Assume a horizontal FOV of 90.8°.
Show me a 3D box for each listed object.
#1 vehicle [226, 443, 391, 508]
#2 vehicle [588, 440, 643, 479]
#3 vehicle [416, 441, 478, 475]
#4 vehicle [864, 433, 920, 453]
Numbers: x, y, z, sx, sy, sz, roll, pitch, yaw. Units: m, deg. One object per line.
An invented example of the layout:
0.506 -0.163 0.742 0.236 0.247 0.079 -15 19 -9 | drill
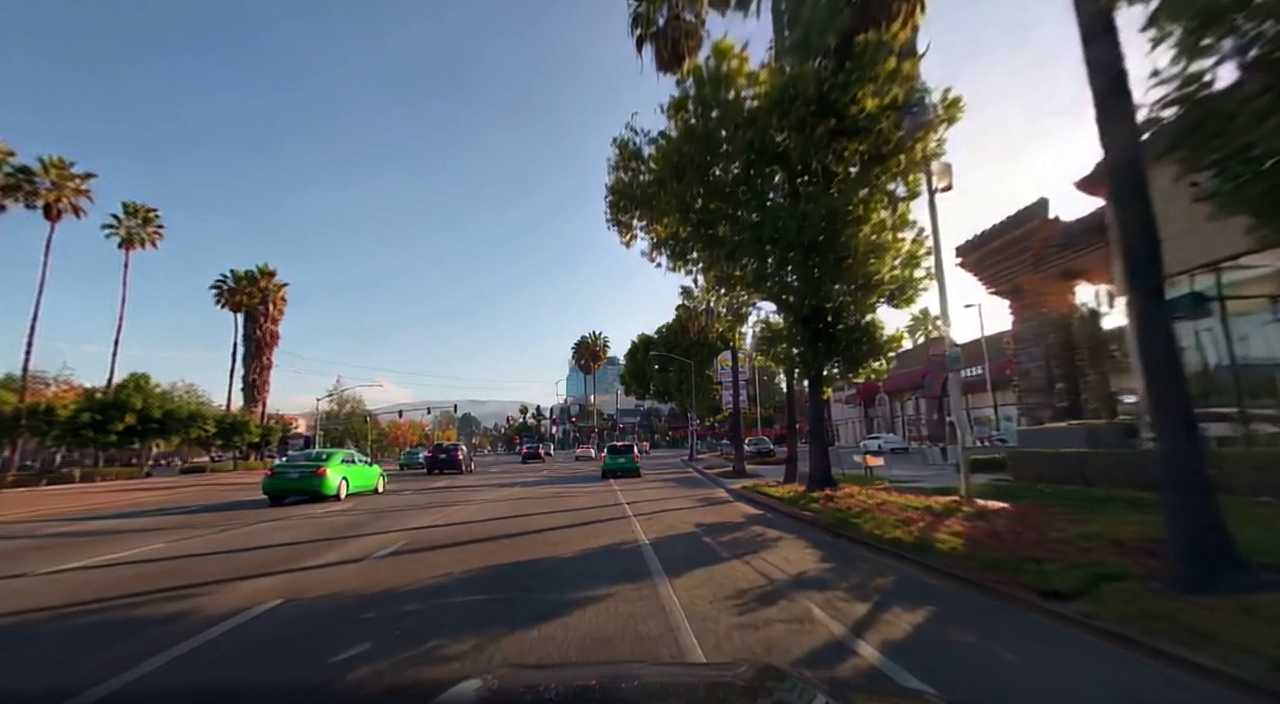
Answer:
-8.553 3.183 16.862 1.958 1.455 4.504 -1 -8 0 | vehicle
-0.973 4.602 27.363 2.070 1.493 4.570 -1 -9 2 | vehicle
-10.292 5.687 34.159 2.108 1.669 5.076 0 -9 -4 | vehicle
19.227 7.005 48.423 1.882 1.463 4.550 1 -10 -7 | vehicle
